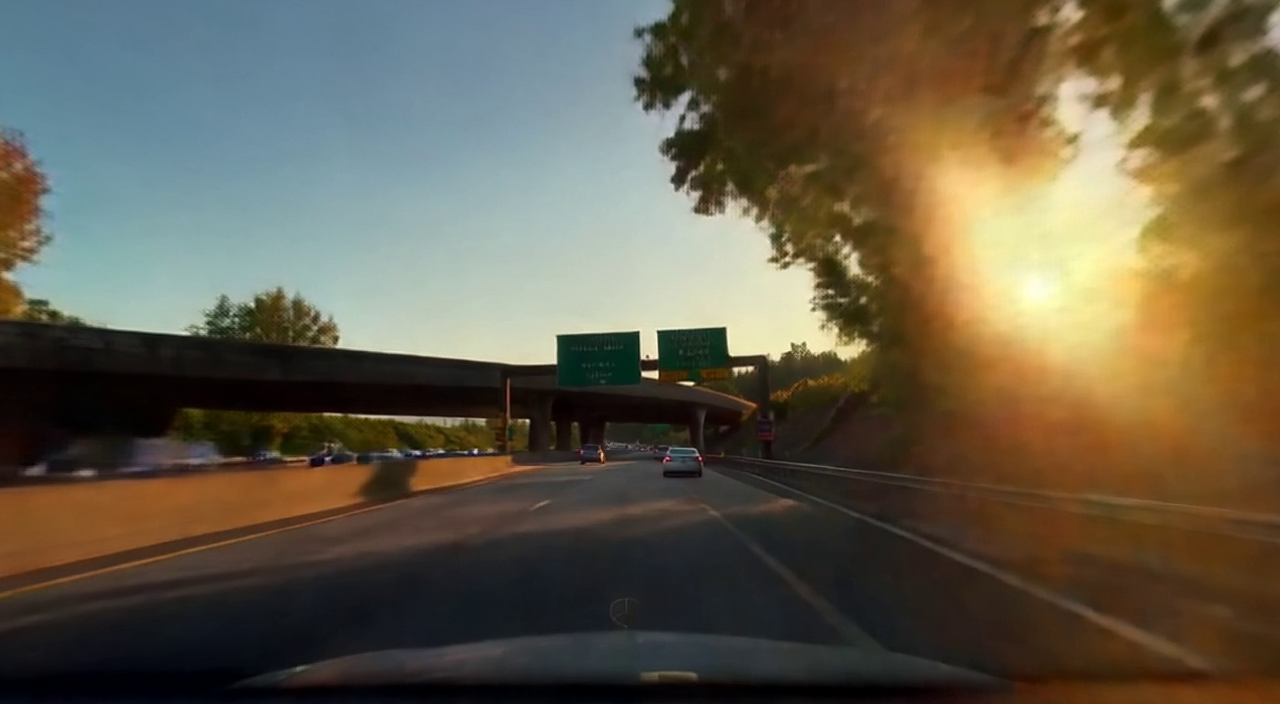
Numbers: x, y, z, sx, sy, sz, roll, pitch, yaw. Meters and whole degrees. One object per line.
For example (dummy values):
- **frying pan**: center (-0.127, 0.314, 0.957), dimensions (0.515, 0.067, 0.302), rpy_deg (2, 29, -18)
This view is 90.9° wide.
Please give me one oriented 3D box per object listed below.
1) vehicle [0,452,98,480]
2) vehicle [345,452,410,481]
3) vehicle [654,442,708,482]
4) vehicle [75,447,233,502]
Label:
- **vehicle**: center (-33.464, 6.430, 35.678), dimensions (1.849, 1.454, 4.253), rpy_deg (0, -9, -3)
- **vehicle**: center (-13.752, 5.994, 33.285), dimensions (1.824, 1.440, 3.956), rpy_deg (0, -9, -1)
- **vehicle**: center (1.568, 4.352, 25.168), dimensions (1.960, 1.456, 3.818), rpy_deg (0, -9, 1)
- **vehicle**: center (-16.443, 4.128, 21.686), dimensions (1.949, 1.656, 4.285), rpy_deg (0, -9, 0)
